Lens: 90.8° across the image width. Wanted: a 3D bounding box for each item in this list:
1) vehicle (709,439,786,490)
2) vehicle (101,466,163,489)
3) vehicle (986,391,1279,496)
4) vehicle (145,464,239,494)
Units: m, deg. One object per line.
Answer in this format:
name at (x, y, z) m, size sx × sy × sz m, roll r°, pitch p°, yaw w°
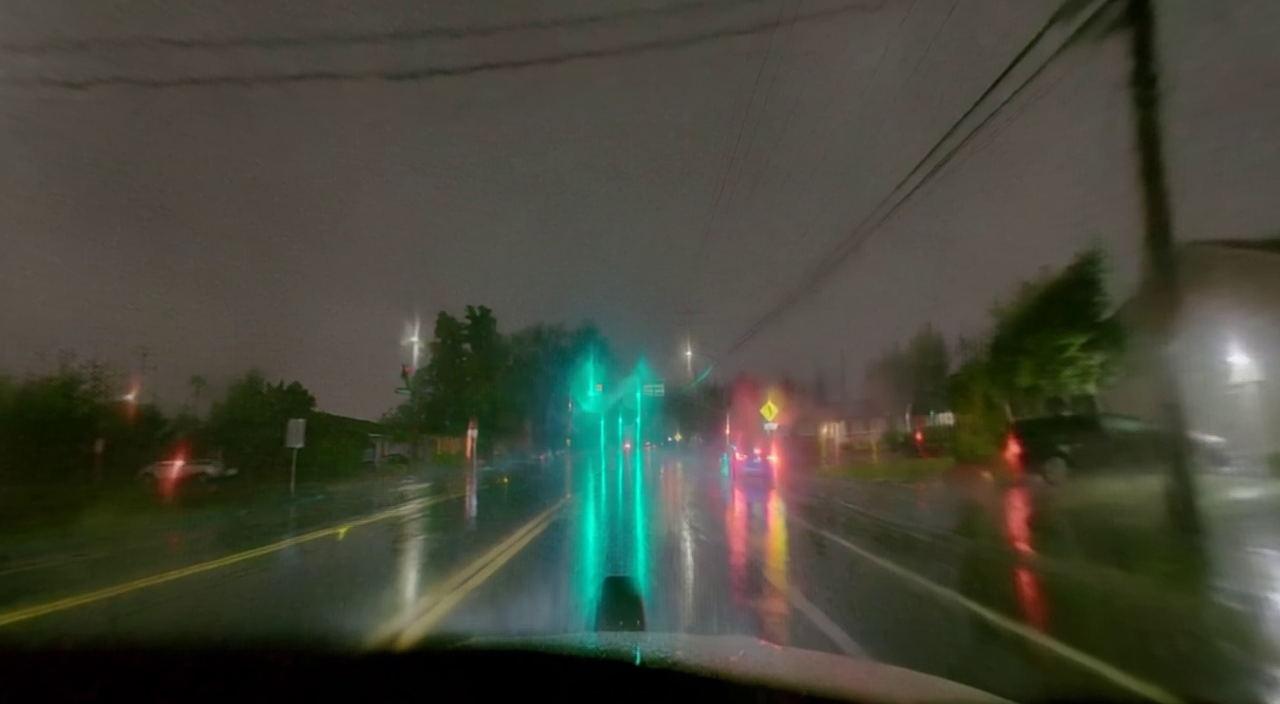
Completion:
vehicle at (3.789, 4.032, 23.066) m, size 1.900 × 1.661 × 4.346 m, roll 0°, pitch -8°, yaw -2°
vehicle at (-39.968, 9.862, 49.799) m, size 1.722 × 1.569 × 4.038 m, roll -1°, pitch -8°, yaw -4°
vehicle at (10.147, 2.031, 13.534) m, size 4.434 × 1.730 × 2.081 m, roll -8°, pitch -11°, yaw 23°
vehicle at (-29.742, 8.421, 42.029) m, size 4.830 × 1.521 × 1.948 m, roll -5°, pitch -10°, yaw -1°
